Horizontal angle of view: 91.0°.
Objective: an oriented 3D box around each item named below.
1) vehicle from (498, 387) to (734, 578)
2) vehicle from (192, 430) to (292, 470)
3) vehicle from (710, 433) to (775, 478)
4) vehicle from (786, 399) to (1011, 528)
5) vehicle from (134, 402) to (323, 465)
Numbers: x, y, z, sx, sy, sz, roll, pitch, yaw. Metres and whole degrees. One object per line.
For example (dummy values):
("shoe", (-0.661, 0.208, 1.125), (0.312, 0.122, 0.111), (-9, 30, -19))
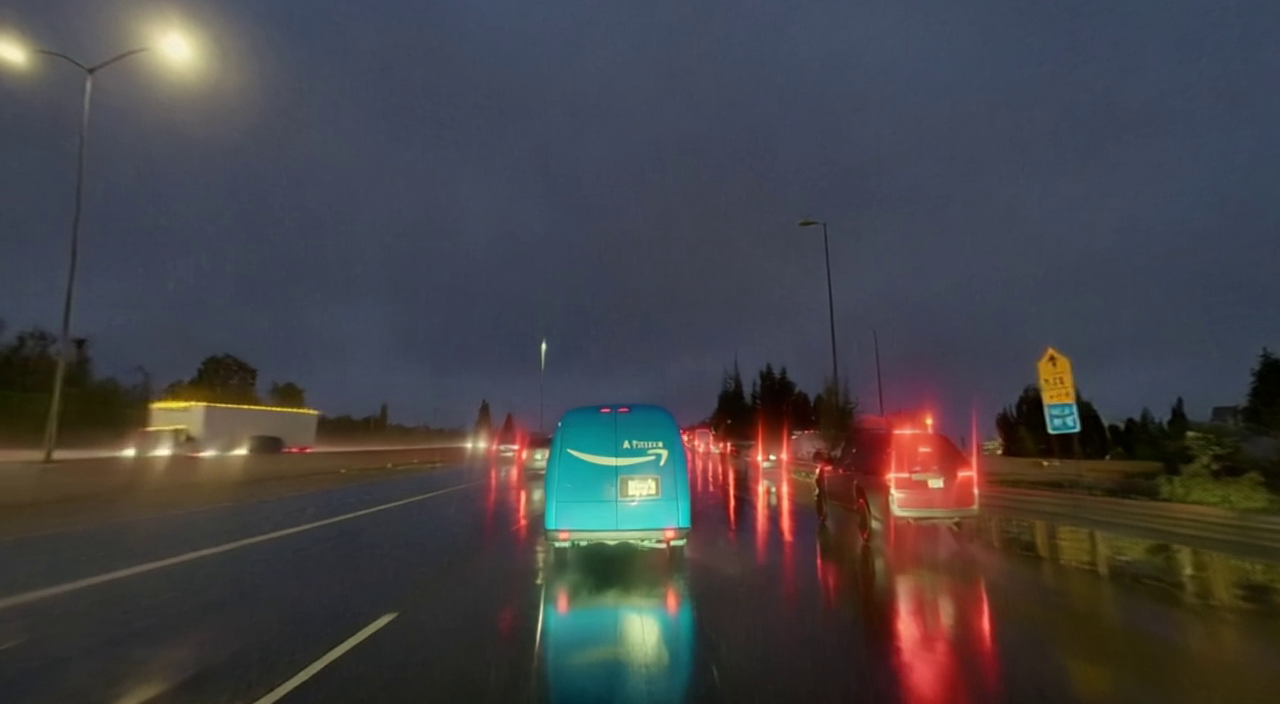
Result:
("vehicle", (-0.181, 1.586, 8.371), (2.287, 1.823, 4.369), (0, -9, 1))
("vehicle", (-16.088, 3.986, 25.668), (1.619, 1.467, 3.619), (0, -8, 1))
("vehicle", (4.238, 4.375, 26.788), (2.064, 1.720, 4.416), (0, -9, 0))
("vehicle", (4.696, 2.148, 12.635), (2.179, 1.999, 5.331), (1, -9, -1))
("vehicle", (-29.448, 6.257, 47.000), (2.891, 3.833, 16.639), (0, -9, 0))
